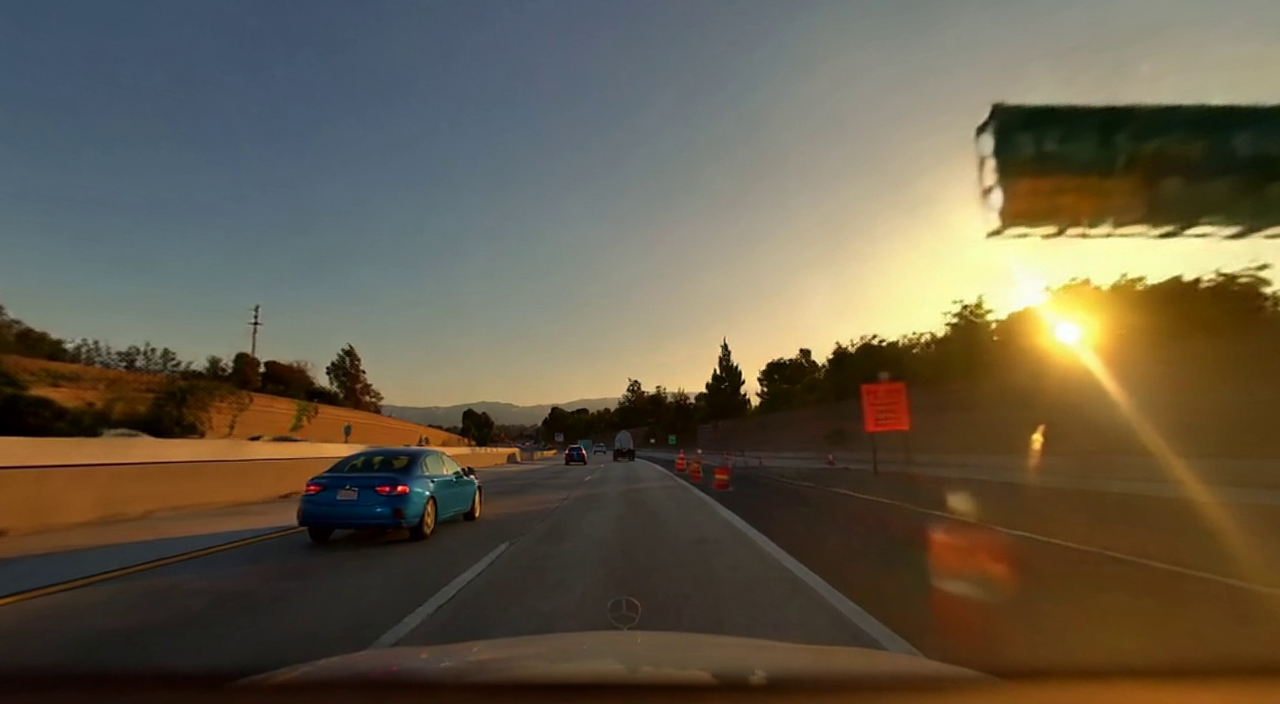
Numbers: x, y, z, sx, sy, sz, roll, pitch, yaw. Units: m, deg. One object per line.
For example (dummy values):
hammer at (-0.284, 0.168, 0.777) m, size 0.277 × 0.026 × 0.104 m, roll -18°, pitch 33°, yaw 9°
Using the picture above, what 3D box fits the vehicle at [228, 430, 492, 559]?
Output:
vehicle at (-3.905, 2.070, 9.924) m, size 2.012 × 1.510 × 4.672 m, roll 0°, pitch -9°, yaw 0°

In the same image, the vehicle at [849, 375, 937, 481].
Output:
vehicle at (10.457, 3.190, 26.302) m, size 2.203 × 4.166 × 2.914 m, roll 0°, pitch -9°, yaw -1°

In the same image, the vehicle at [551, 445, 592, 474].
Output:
vehicle at (-3.749, 5.937, 34.907) m, size 1.965 × 1.459 × 4.145 m, roll 1°, pitch -9°, yaw -2°
